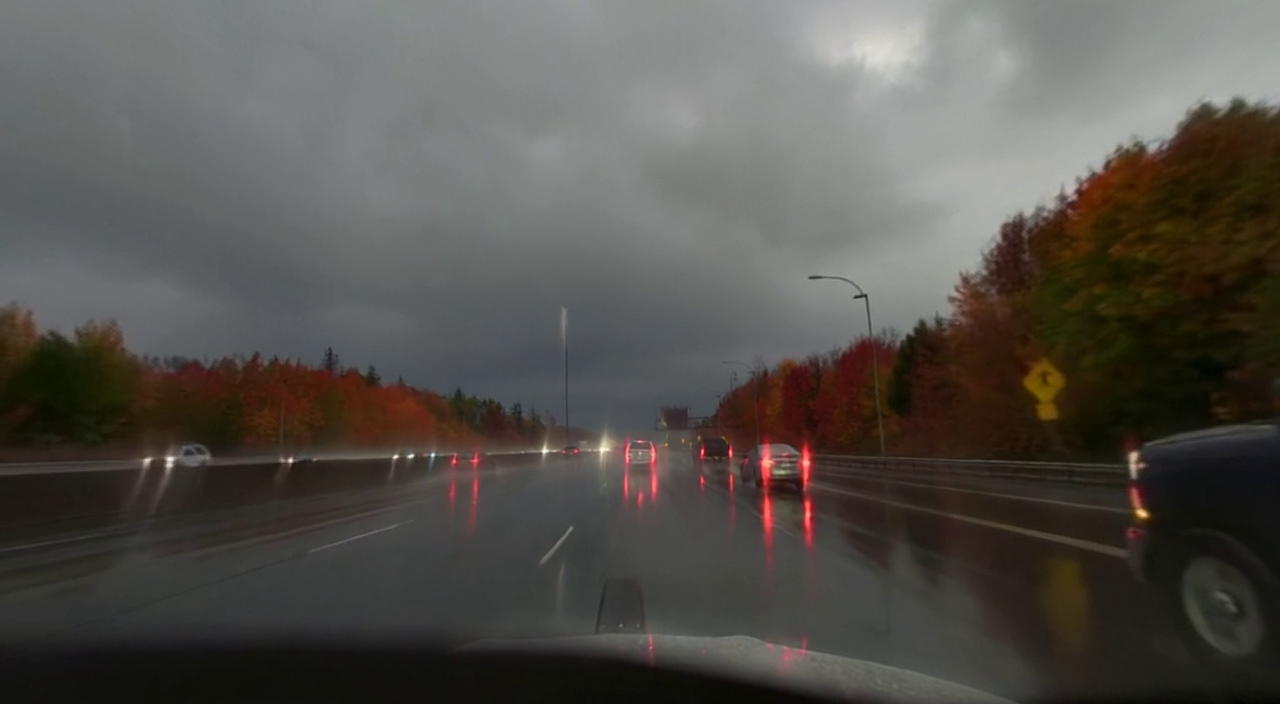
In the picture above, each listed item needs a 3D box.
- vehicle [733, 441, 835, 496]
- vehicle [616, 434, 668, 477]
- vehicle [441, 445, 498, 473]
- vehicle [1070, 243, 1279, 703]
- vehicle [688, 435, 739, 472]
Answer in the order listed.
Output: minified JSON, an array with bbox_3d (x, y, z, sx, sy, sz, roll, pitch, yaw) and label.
[{"bbox_3d":[4.338,3.599,19.842,2.057,1.508,4.767,0,-9,0],"label":"vehicle"},{"bbox_3d":[0.111,5.101,31.251,2.372,1.957,5.121,0,-9,0],"label":"vehicle"},{"bbox_3d":[-9.756,6.149,36.348,1.989,1.529,4.433,0,-9,1],"label":"vehicle"},{"bbox_3d":[3.862,0.296,0.478,2.521,2.101,6.467,0,-9,0],"label":"vehicle"},{"bbox_3d":[4.339,6.131,38.175,2.388,1.998,5.749,0,-9,0],"label":"vehicle"}]
